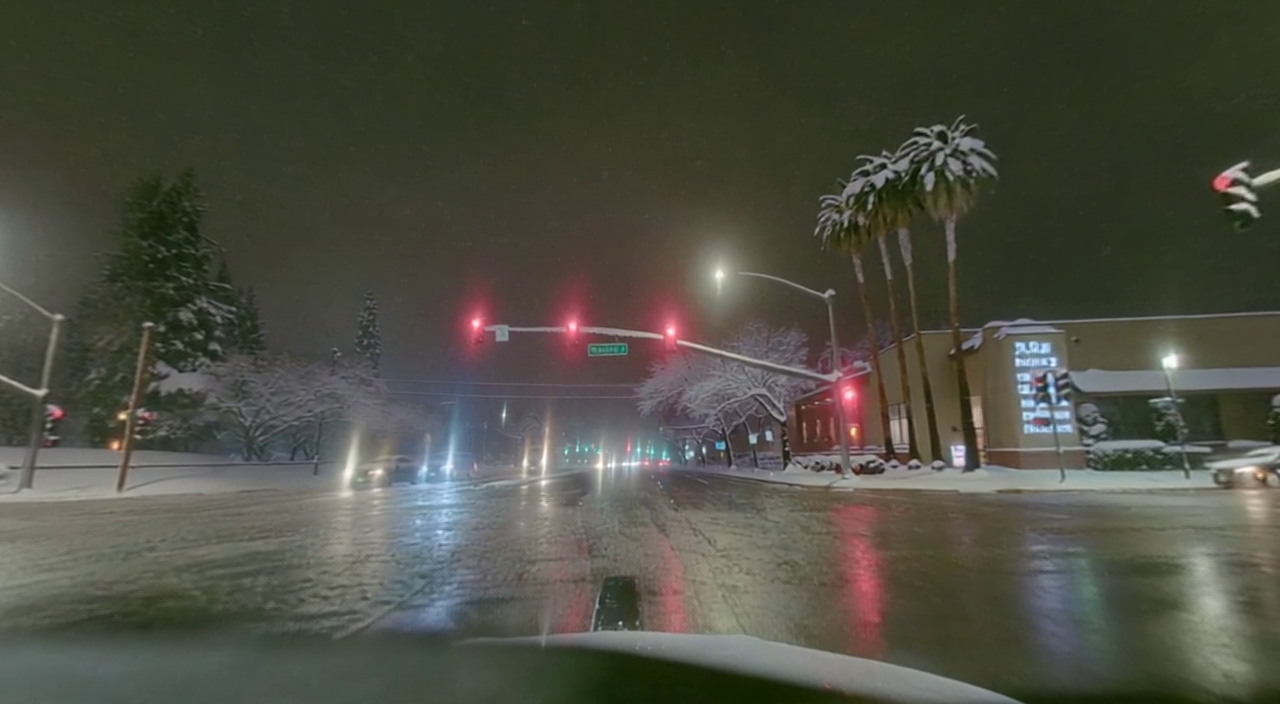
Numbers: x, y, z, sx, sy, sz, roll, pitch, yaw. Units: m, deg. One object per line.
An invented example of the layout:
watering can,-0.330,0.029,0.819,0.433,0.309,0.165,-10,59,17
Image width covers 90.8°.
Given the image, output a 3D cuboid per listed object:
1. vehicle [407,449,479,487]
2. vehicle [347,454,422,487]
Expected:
vehicle,-9.583,5.660,31.151,2.074,1.681,4.417,0,-9,0
vehicle,-13.756,6.386,34.381,1.995,1.632,4.609,0,-9,2
